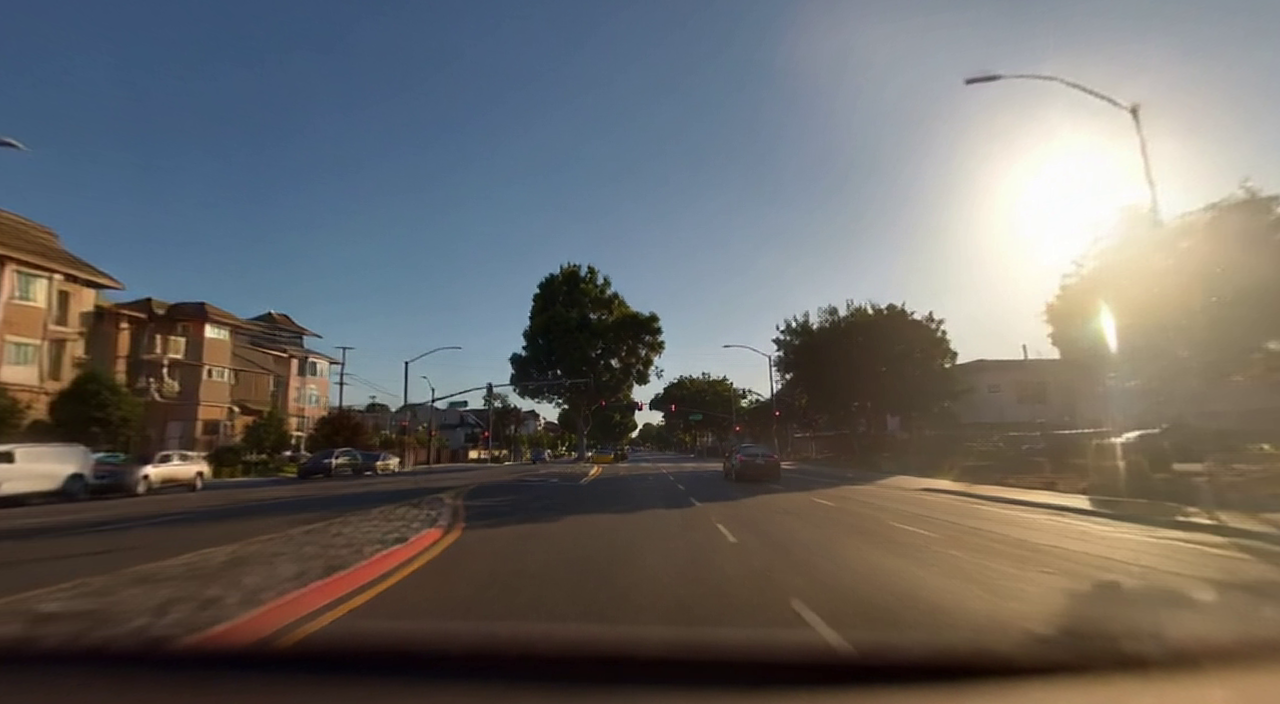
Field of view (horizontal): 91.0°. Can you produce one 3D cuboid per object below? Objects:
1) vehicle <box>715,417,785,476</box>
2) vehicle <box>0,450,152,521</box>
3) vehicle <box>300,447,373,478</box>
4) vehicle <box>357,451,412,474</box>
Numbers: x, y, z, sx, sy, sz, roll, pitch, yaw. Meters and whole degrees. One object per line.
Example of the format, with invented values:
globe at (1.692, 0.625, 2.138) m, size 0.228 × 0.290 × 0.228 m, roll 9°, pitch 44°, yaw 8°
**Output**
vehicle at (6.514, 5.774, 38.468) m, size 2.802 × 3.208 × 7.459 m, roll 0°, pitch -9°, yaw -1°
vehicle at (-15.408, 3.373, 16.444) m, size 1.917 × 1.577 × 3.995 m, roll 0°, pitch -9°, yaw 4°
vehicle at (-18.342, 6.707, 38.363) m, size 2.097 × 1.733 × 4.527 m, roll 0°, pitch -9°, yaw 1°
vehicle at (-18.218, 7.876, 45.125) m, size 1.901 × 1.513 × 4.795 m, roll 0°, pitch -9°, yaw 0°
